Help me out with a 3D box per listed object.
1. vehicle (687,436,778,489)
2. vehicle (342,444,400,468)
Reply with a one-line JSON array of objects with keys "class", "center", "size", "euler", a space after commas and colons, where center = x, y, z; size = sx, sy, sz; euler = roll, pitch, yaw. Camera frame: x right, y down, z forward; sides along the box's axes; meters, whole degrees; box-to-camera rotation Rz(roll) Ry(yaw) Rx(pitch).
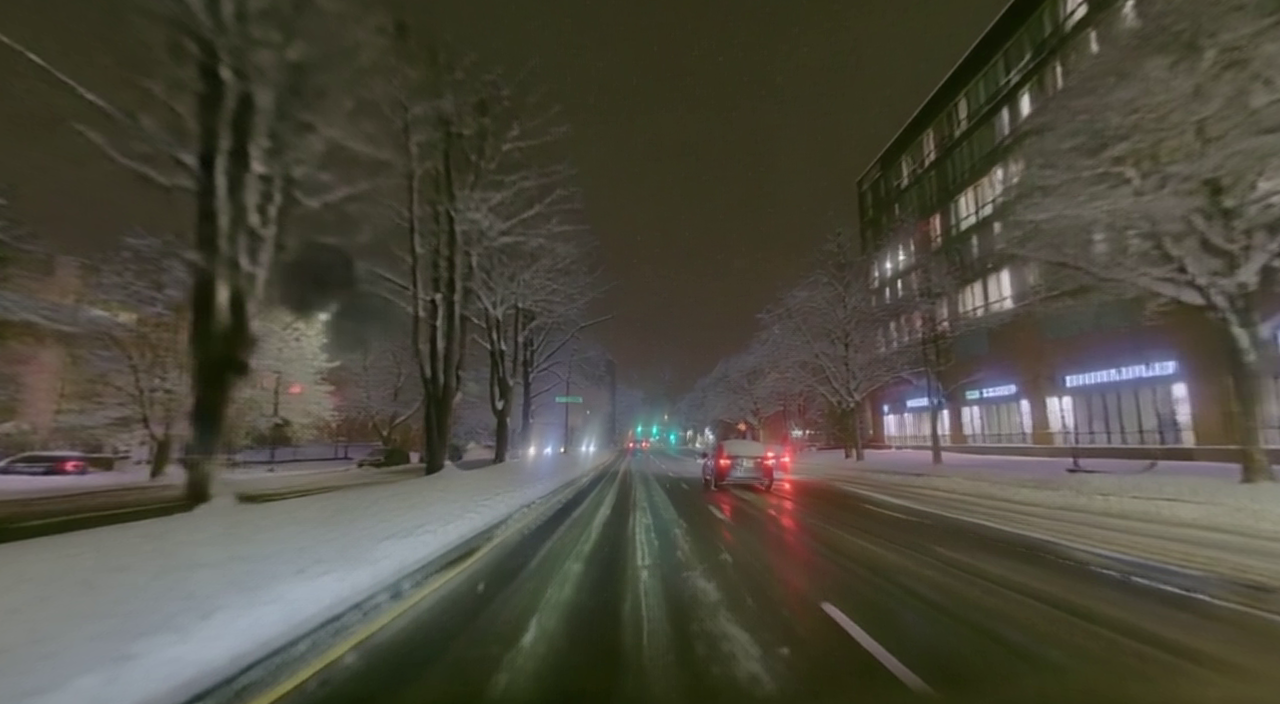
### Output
[{"class": "vehicle", "center": [2.798, 3.465, 20.205], "size": [2.131, 1.491, 4.496], "euler": [0, -8, -1]}, {"class": "vehicle", "center": [-19.690, 7.599, 46.481], "size": [1.977, 1.687, 4.909], "euler": [0, -8, 1]}]
